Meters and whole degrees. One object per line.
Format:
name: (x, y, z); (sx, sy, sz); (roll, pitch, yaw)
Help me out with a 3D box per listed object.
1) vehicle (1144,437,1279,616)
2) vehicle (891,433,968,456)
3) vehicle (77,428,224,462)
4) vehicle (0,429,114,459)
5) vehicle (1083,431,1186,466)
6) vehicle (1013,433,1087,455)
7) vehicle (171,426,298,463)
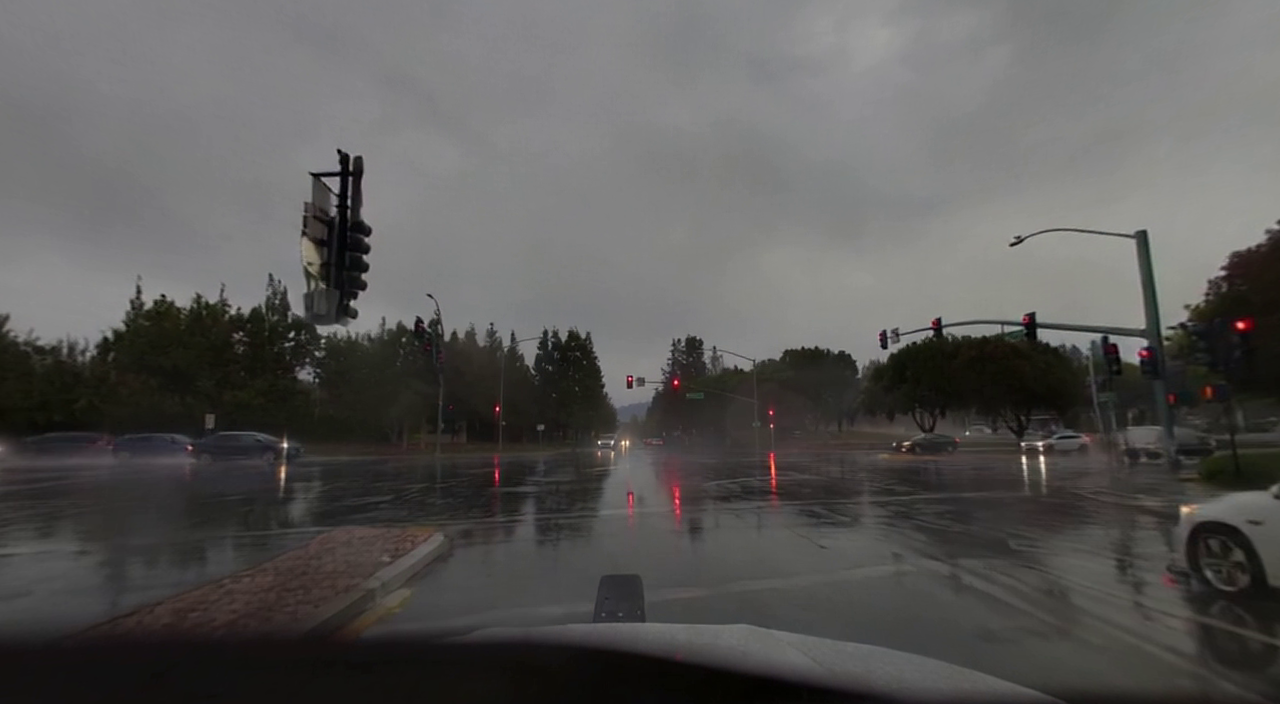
vehicle: (6.059, 1.286, 4.281); (1.815, 1.417, 4.125); (0, -8, -1)
vehicle: (19.494, 6.251, 42.621); (4.516, 1.468, 1.962); (3, -9, -19)
vehicle: (-22.488, 4.320, 29.245); (4.912, 1.485, 1.922); (3, -9, -16)
vehicle: (-30.562, 4.751, 32.608); (4.683, 1.495, 2.119); (3, -9, -18)
vehicle: (23.501, 4.577, 30.013); (4.515, 1.543, 1.872); (4, -9, -25)
vehicle: (30.130, 6.752, 46.406); (4.481, 1.561, 2.001); (3, -9, -16)
vehicle: (-17.879, 4.114, 28.103); (4.331, 1.544, 1.896); (3, -9, -18)
